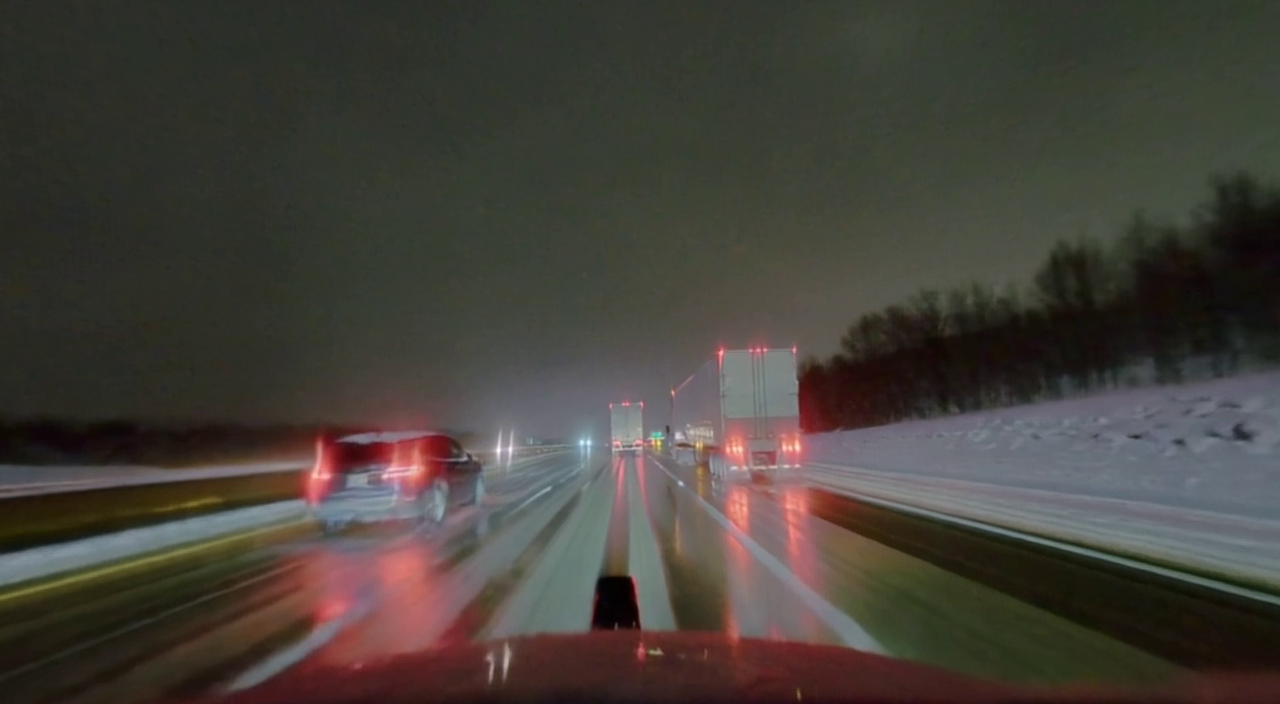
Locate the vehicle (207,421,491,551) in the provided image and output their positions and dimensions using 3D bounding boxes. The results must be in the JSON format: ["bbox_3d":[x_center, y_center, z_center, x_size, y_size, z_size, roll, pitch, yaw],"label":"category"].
[{"bbox_3d":[-4.127,1.969,10.231,2.208,1.542,5.138,0,-8,-1],"label":"vehicle"}]

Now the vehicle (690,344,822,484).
[{"bbox_3d":[3.648,2.321,22.227,2.873,3.998,8.286,0,-8,-1],"label":"vehicle"}]
